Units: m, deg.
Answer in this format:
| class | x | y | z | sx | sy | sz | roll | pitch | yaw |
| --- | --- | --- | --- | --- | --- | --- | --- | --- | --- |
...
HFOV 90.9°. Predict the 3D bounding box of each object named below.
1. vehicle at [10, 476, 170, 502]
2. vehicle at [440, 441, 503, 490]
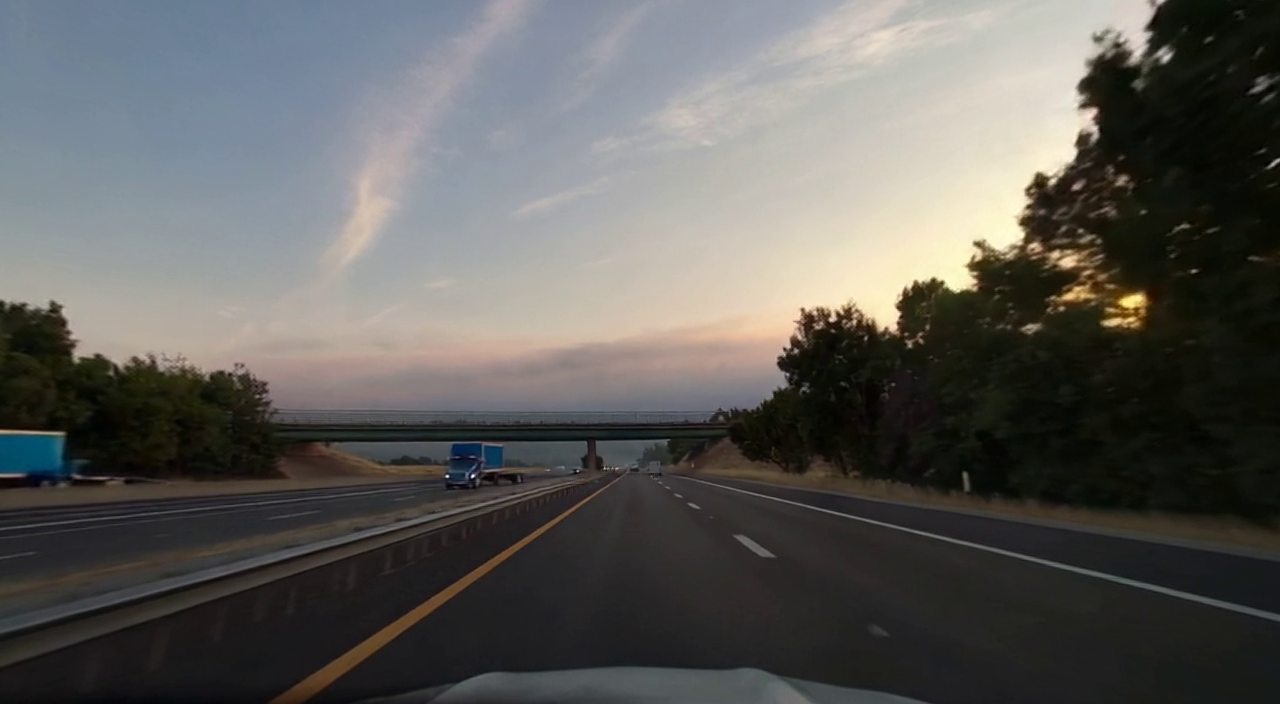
| class | x | y | z | sx | sy | sz | roll | pitch | yaw |
| --- | --- | --- | --- | --- | --- | --- | --- | --- | --- |
| vehicle | -30.897 | 7.754 | 35.957 | 2.416 | 1.131 | 7.589 | 1 | -10 | 0 |
| vehicle | -13.094 | 8.972 | 49.665 | 2.833 | 3.465 | 7.407 | 1 | -10 | 0 |
